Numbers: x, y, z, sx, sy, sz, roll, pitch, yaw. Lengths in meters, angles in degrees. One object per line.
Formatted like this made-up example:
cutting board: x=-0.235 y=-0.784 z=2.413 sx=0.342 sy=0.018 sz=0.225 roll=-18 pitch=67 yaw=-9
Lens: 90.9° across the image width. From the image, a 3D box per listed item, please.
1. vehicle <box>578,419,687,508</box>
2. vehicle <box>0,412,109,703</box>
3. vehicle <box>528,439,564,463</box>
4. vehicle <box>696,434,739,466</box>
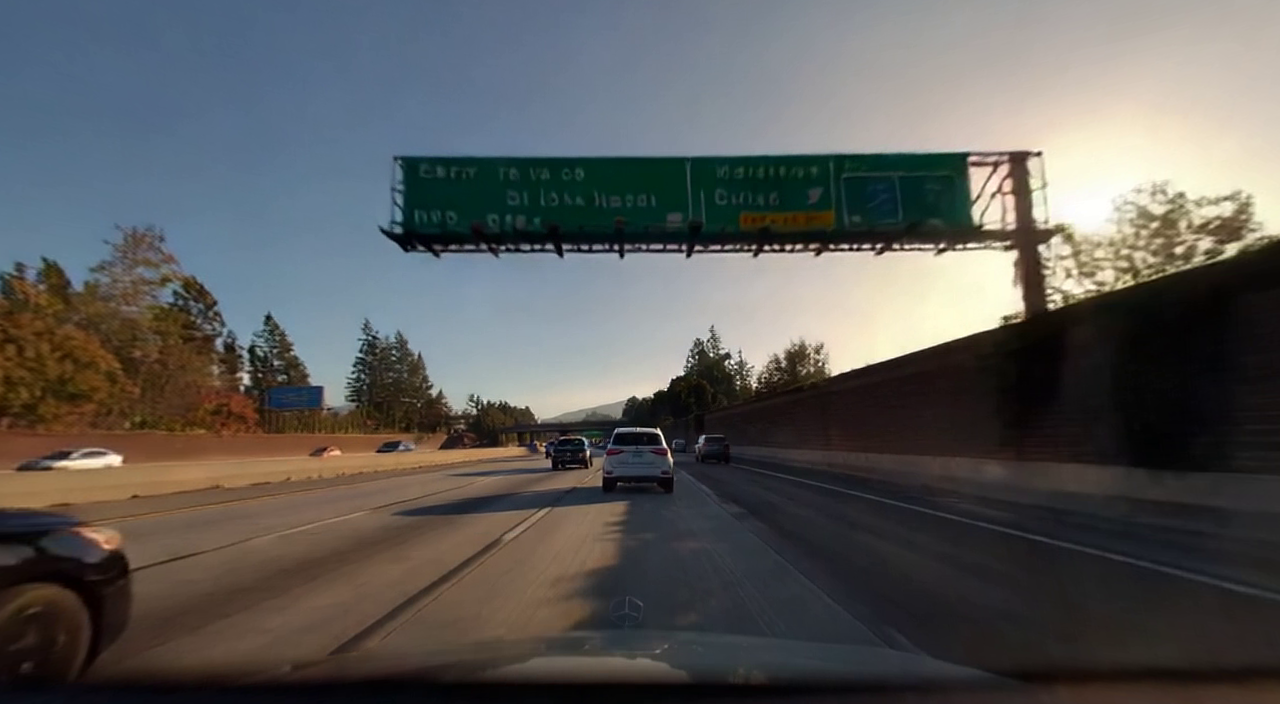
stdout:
vehicle: x=-0.141 y=2.595 z=15.061 sx=2.233 sy=1.804 sz=4.273 roll=0 pitch=-9 yaw=0
vehicle: x=-3.773 y=0.747 z=1.146 sx=1.967 sy=1.442 sz=4.143 roll=0 pitch=-9 yaw=0
vehicle: x=-7.040 y=7.442 z=47.625 sx=2.024 sy=1.706 sz=4.249 roll=0 pitch=-9 yaw=1
vehicle: x=4.742 y=6.052 z=39.129 sx=2.017 sy=1.847 sz=4.299 roll=0 pitch=-9 yaw=-1
